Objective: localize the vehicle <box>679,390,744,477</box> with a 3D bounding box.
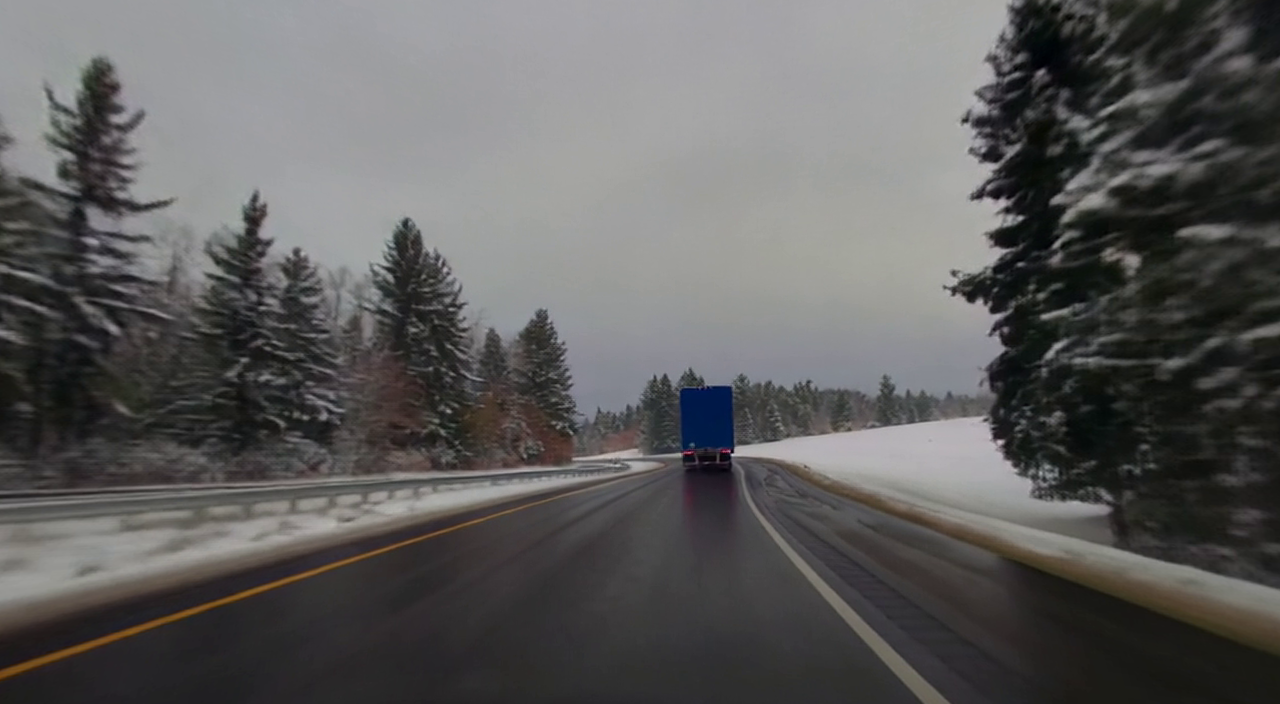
[{"bbox_3d":[4.315,4.968,37.525,3.087,4.178,13.682,-1,-8,7],"label":"vehicle"}]
